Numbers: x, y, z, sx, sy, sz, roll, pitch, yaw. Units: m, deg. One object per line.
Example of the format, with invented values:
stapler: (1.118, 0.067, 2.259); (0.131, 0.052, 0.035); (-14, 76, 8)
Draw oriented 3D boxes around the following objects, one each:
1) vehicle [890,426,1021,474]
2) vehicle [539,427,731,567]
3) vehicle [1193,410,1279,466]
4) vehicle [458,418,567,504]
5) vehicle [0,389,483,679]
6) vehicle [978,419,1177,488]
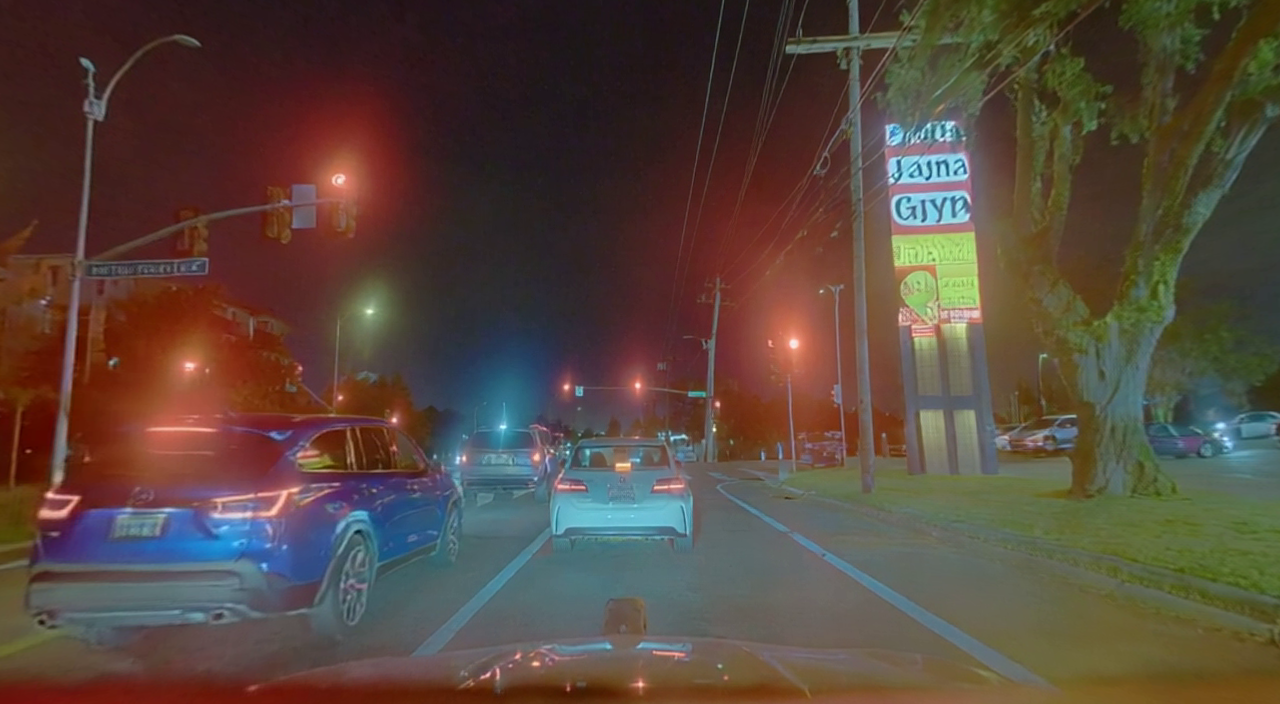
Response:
vehicle: (10.644, 3.354, 21.727); (1.842, 1.471, 4.481); (1, -8, -5)
vehicle: (-0.149, 1.874, 8.971); (2.070, 1.481, 4.216); (0, -8, -3)
vehicle: (18.719, 2.558, 18.676); (4.446, 1.511, 1.977); (4, -10, -29)
vehicle: (-3.029, 2.696, 15.979); (2.106, 1.852, 4.512); (0, -8, -4)
vehicle: (-2.930, 1.347, 5.702); (2.003, 1.681, 3.878); (0, -8, 0)
vehicle: (10.528, 2.494, 15.684); (1.888, 1.455, 4.268); (0, -8, 0)
